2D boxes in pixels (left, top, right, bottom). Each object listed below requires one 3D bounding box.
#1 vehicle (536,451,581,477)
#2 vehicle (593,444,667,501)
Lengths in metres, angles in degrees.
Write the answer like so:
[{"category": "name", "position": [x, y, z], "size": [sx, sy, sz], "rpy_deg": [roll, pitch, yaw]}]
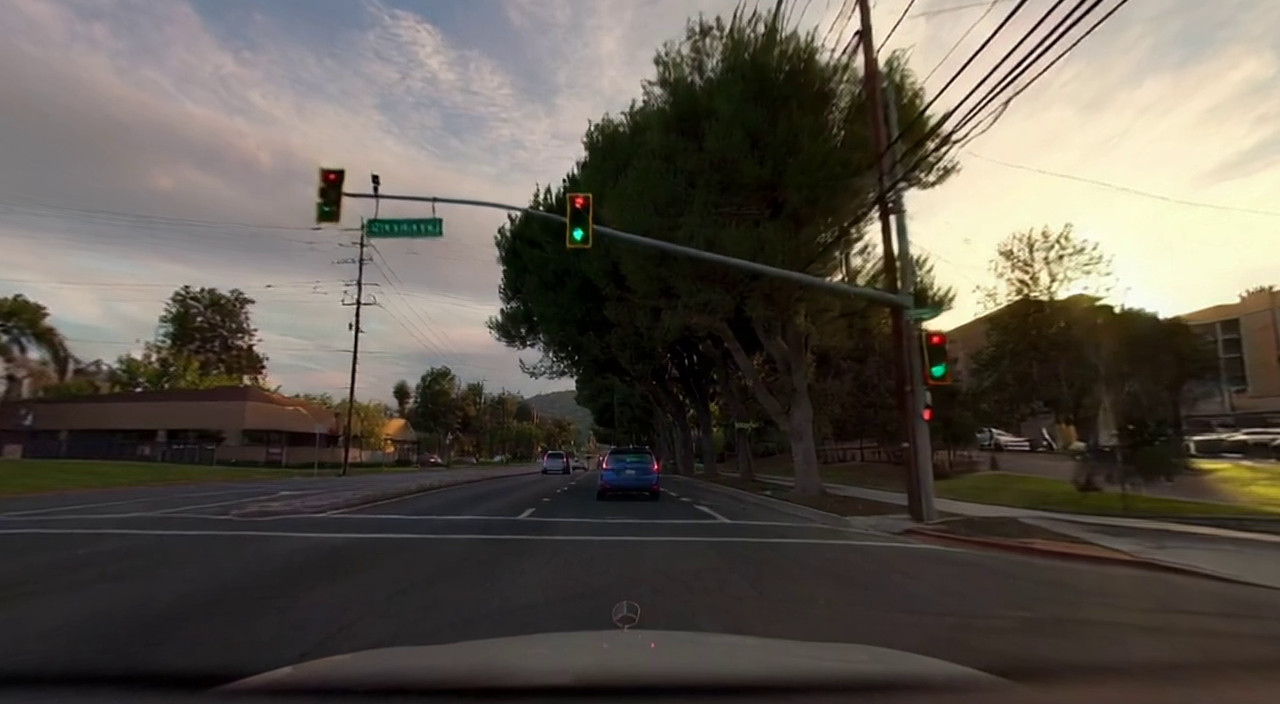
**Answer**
[{"category": "vehicle", "position": [-4.919, 6.813, 38.687], "size": [2.153, 1.474, 4.284], "rpy_deg": [0, -9, 1]}, {"category": "vehicle", "position": [-0.350, 3.813, 20.401], "size": [2.156, 1.636, 3.923], "rpy_deg": [0, -9, -2]}]
